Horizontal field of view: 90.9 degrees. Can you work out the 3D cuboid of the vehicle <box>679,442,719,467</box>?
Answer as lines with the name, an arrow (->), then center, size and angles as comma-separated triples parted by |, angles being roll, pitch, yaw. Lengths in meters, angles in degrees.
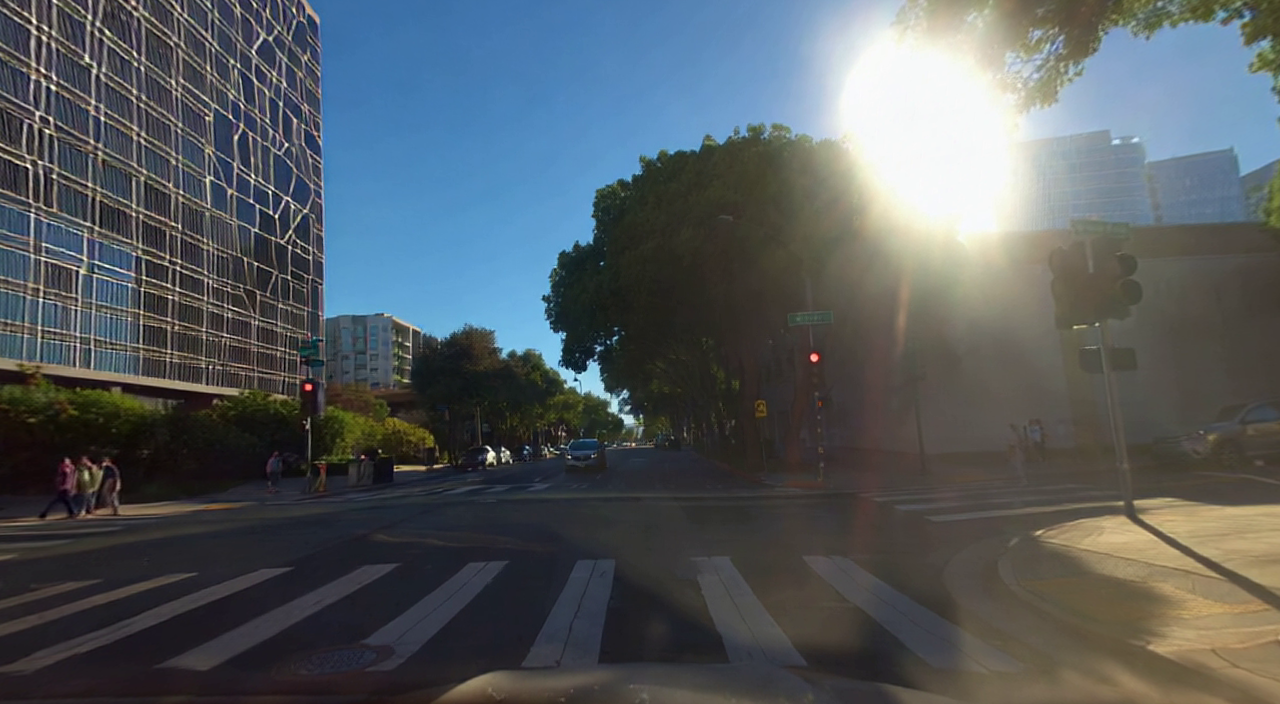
vehicle -> 3.555, 6.277, 38.865 | 1.853, 1.426, 4.160 | 1, -8, -3

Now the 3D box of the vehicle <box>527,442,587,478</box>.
vehicle -> -3.654, 4.816, 28.492 | 1.989, 1.481, 4.500 | 0, -8, 1

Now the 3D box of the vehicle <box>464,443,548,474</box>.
vehicle -> -8.018, 6.375, 38.013 | 1.963, 1.726, 4.526 | -8, -12, 44
